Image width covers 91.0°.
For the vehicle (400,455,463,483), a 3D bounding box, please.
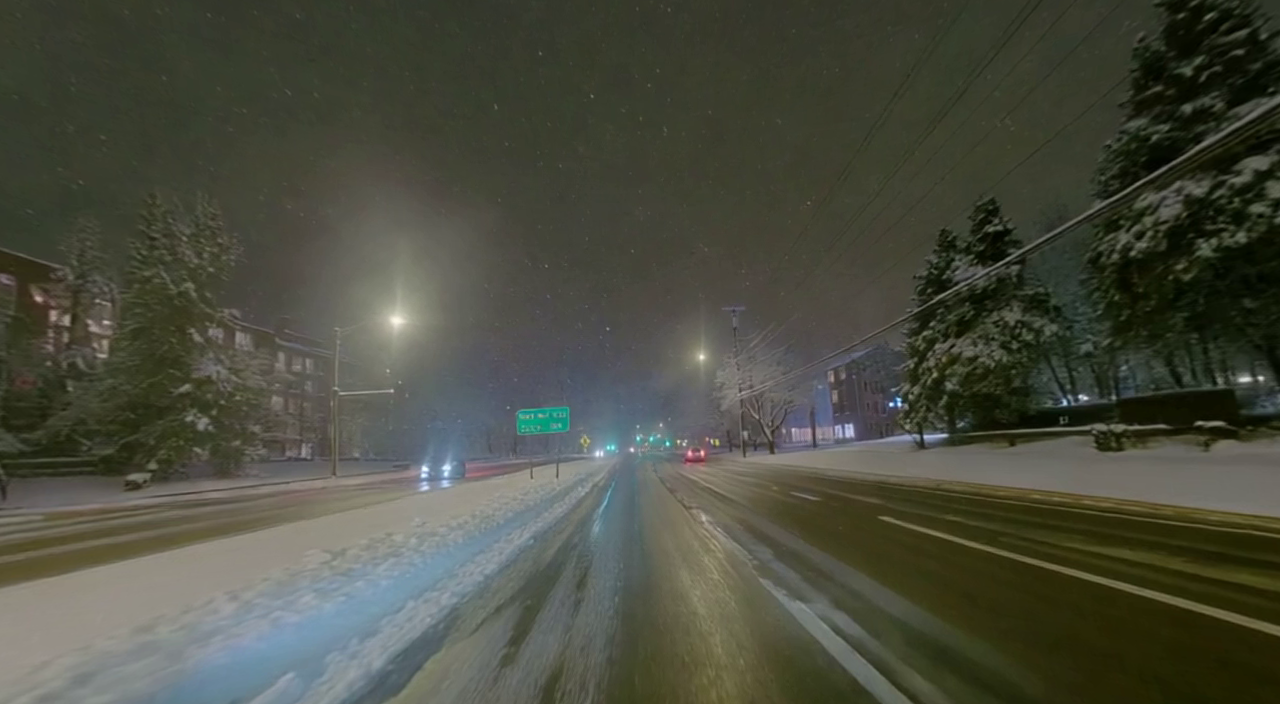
[{"bbox_3d":[-12.182,6.866,37.113,2.116,1.470,4.581,0,-9,0],"label":"vehicle"}]
